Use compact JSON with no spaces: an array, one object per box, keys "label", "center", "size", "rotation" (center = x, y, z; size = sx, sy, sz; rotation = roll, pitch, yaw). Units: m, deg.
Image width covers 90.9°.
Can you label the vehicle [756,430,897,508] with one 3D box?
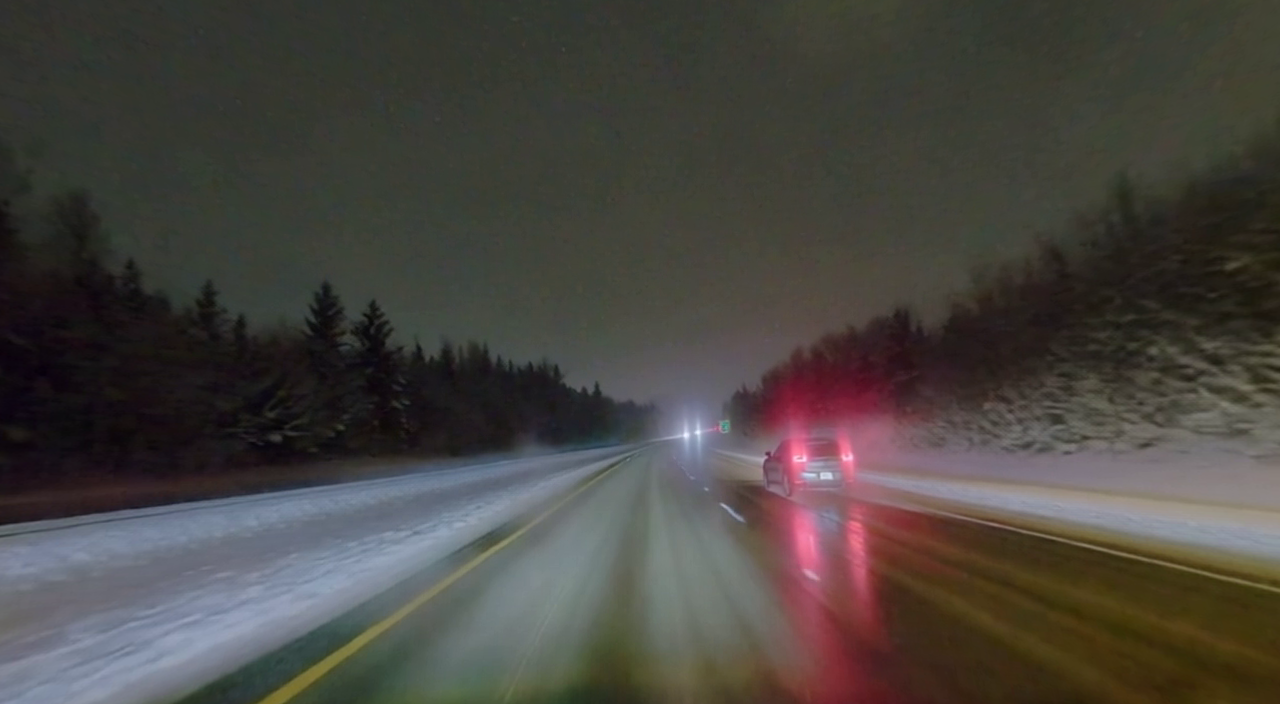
[{"label":"vehicle","center":[4.095,2.644,14.631],"size":[1.997,1.515,4.025],"rotation":[-1,-8,0]}]
